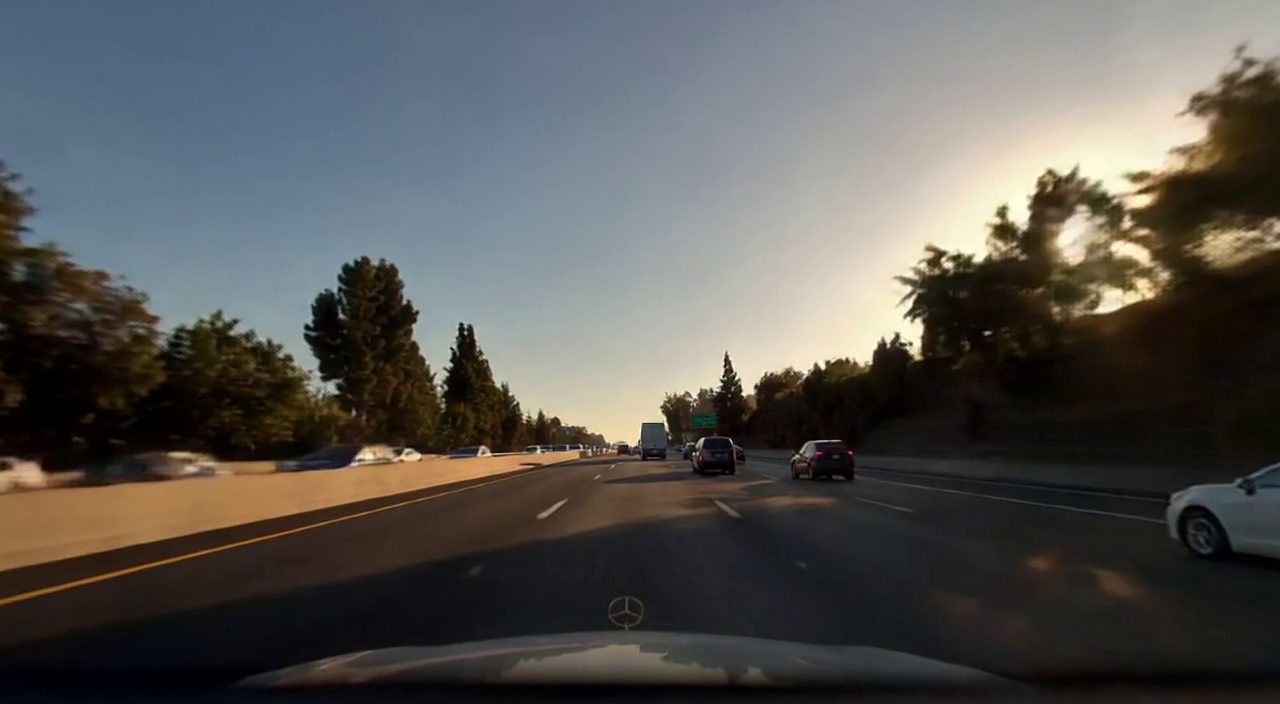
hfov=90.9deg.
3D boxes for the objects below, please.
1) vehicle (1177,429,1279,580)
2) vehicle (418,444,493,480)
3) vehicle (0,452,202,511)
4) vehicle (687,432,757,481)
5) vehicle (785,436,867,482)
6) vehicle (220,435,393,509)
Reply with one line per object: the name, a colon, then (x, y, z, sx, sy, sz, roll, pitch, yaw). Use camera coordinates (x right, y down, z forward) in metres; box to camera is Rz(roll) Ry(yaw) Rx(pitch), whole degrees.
vehicle: (7.416, 1.335, 5.007, 2.022, 1.488, 4.817, 0, -8, -1)
vehicle: (-8.269, 4.937, 28.749, 1.958, 1.503, 4.671, 0, -8, 1)
vehicle: (-15.662, 3.726, 18.721, 1.895, 1.445, 4.696, 0, -8, 0)
vehicle: (3.346, 4.393, 26.866, 2.209, 1.862, 4.717, 0, -8, -2)
vehicle: (7.434, 4.296, 25.660, 1.976, 1.703, 4.288, 0, -8, -1)
vehicle: (-8.127, 2.933, 15.940, 1.997, 1.600, 4.277, 0, -8, 0)
